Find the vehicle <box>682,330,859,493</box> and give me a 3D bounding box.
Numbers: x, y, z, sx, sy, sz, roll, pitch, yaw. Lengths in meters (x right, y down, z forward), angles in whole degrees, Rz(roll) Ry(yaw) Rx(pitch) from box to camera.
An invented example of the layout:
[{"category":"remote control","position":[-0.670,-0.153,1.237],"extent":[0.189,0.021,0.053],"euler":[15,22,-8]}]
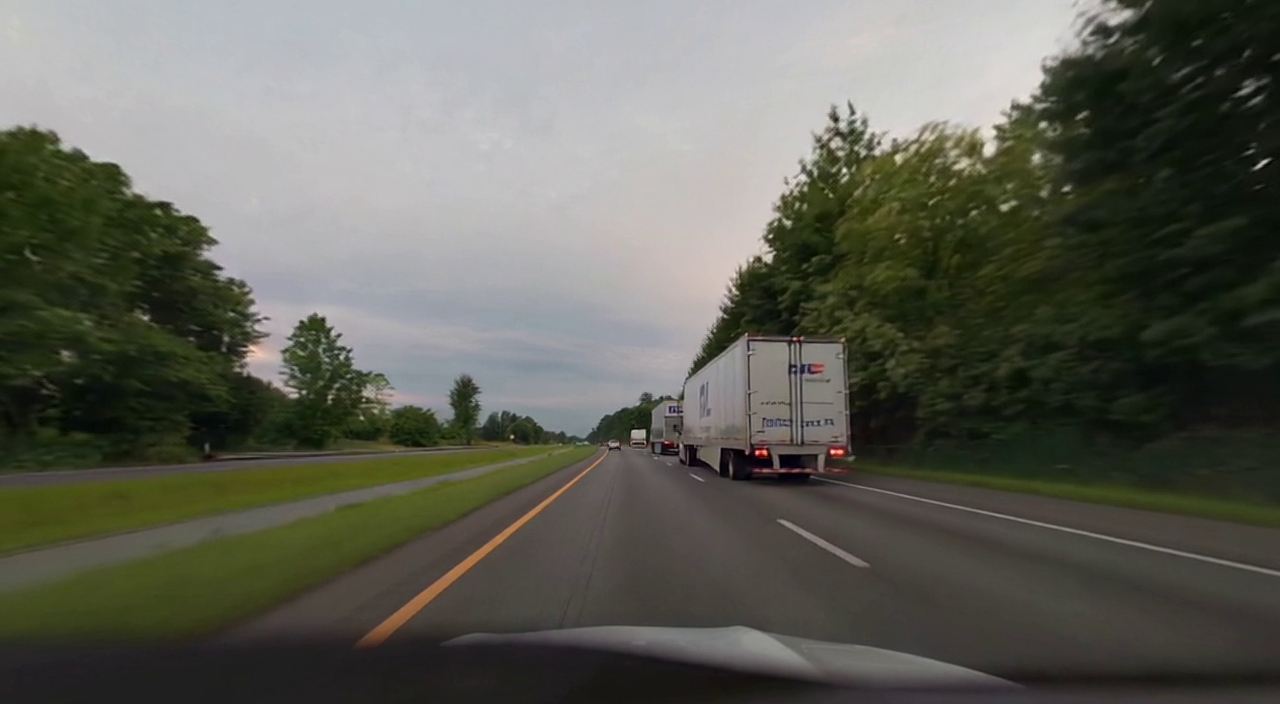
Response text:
[{"category":"vehicle","position":[3.700,2.474,22.945],"extent":[2.863,4.031,14.678],"euler":[0,-8,-2]}]
